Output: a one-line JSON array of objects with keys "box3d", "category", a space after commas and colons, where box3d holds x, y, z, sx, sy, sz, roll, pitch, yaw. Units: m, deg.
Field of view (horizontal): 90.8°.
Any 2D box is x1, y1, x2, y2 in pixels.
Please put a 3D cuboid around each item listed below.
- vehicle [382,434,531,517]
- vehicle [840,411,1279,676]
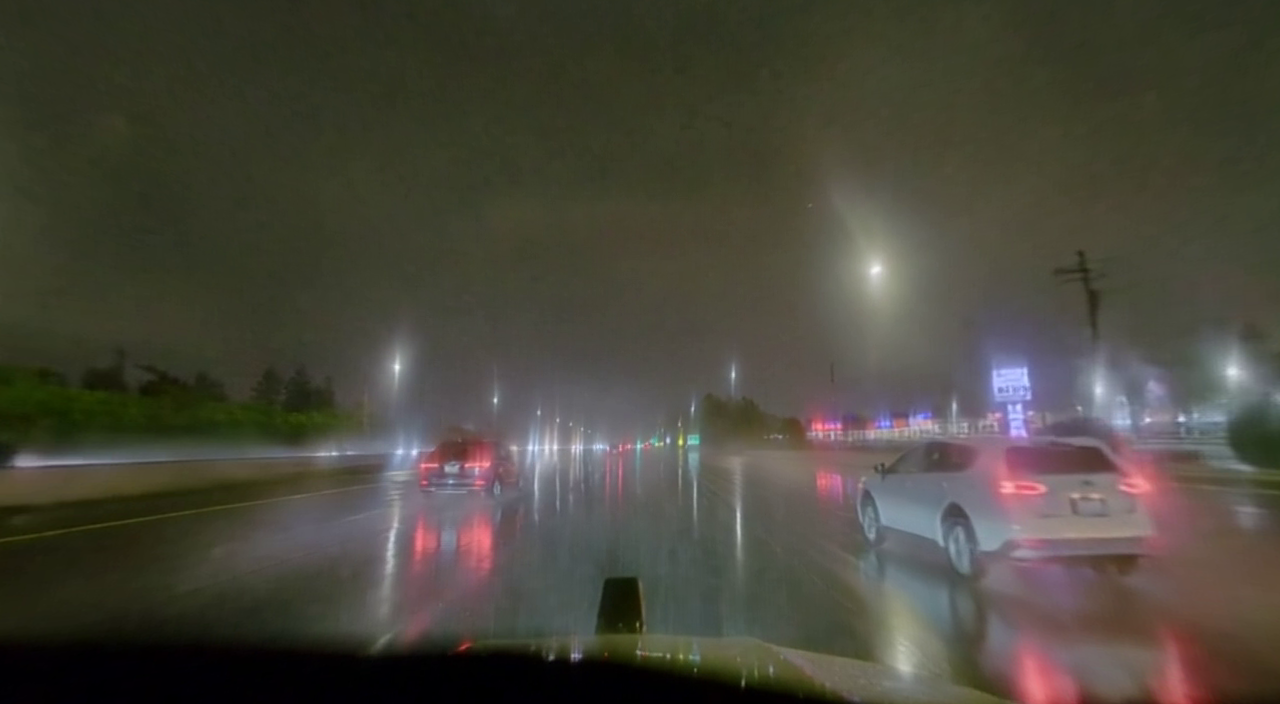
[{"box3d": [-3.756, 2.603, 13.832, 1.939, 1.508, 4.272, 0, -8, 1], "category": "vehicle"}, {"box3d": [3.858, 1.459, 6.157, 2.164, 1.507, 4.914, 0, -8, -1], "category": "vehicle"}]
